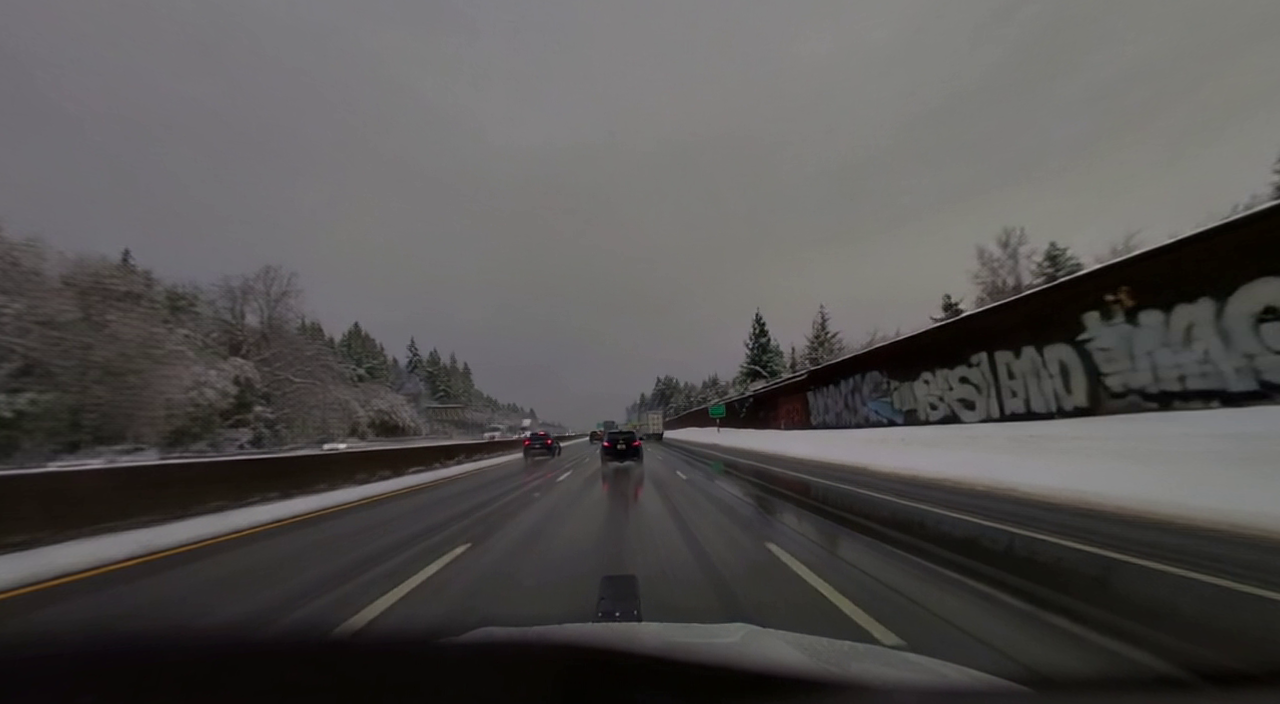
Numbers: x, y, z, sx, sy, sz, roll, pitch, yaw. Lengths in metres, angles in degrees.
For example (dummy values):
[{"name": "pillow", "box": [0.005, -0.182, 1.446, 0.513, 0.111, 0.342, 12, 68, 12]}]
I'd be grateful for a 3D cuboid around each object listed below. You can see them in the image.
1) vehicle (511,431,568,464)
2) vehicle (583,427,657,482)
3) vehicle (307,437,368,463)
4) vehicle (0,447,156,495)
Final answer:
[{"name": "vehicle", "box": [-4.787, 4.601, 30.547, 2.022, 1.440, 4.491, 0, -8, 0]}, {"name": "vehicle", "box": [-0.582, 3.073, 19.190, 2.044, 1.477, 3.693, 0, -8, -1]}, {"name": "vehicle", "box": [-20.584, 6.684, 43.106, 2.012, 1.661, 4.358, 0, -8, -1]}, {"name": "vehicle", "box": [-20.452, 4.253, 22.990, 1.933, 1.478, 4.620, 0, -8, -1]}]
